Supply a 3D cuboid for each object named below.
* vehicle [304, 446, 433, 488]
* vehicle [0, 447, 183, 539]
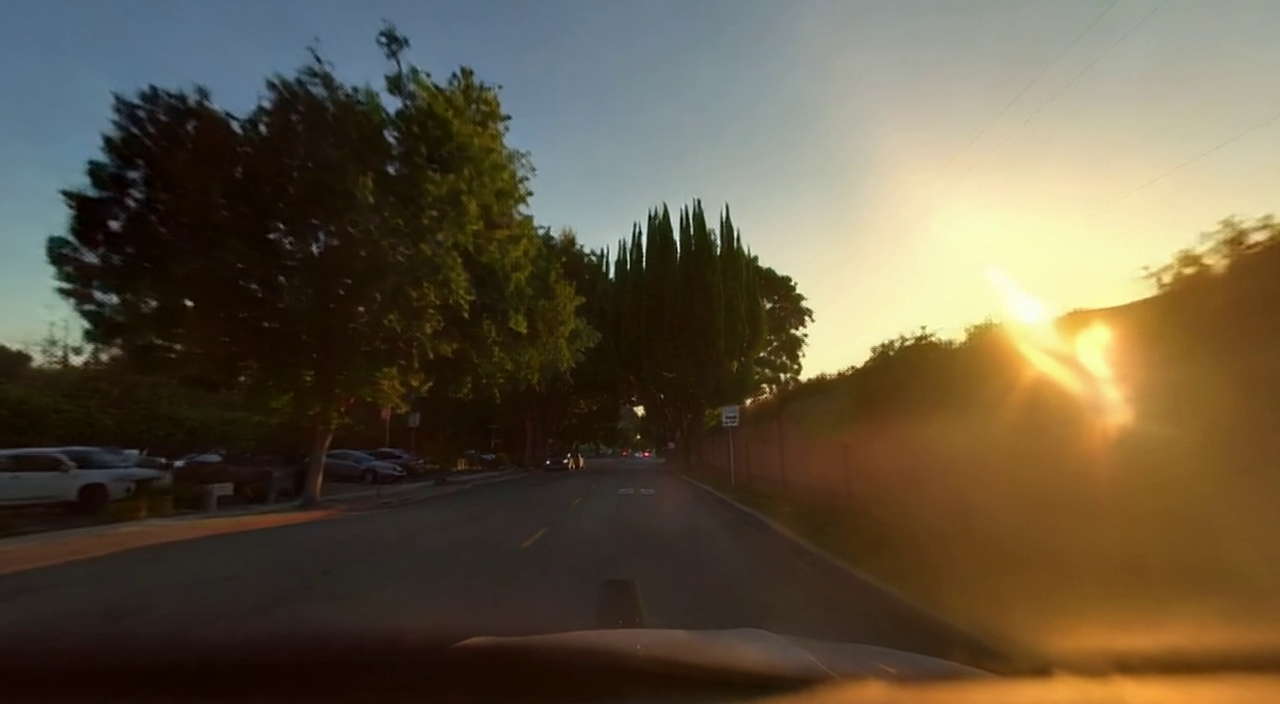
[{"bbox_3d":[-13.561,5.771,31.837,5.428,1.908,2.196,1,-9,0],"label":"vehicle"},{"bbox_3d":[-13.095,2.958,13.592,4.870,1.767,2.120,-1,-8,2],"label":"vehicle"}]
